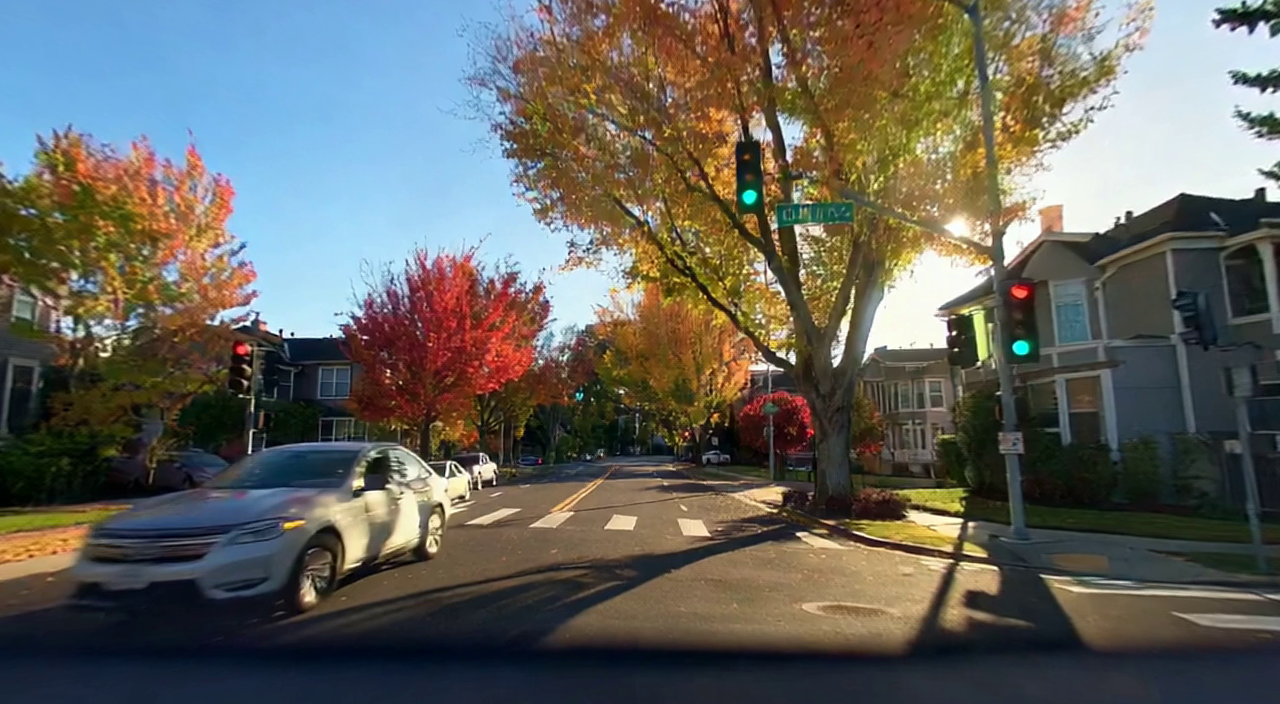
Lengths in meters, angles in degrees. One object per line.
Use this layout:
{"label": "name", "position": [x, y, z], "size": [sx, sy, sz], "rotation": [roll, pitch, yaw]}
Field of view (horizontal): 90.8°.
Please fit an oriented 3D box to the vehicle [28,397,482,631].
{"label": "vehicle", "position": [-3.356, 1.508, 6.895], "size": [2.033, 1.662, 4.557], "rotation": [0, -9, 0]}
